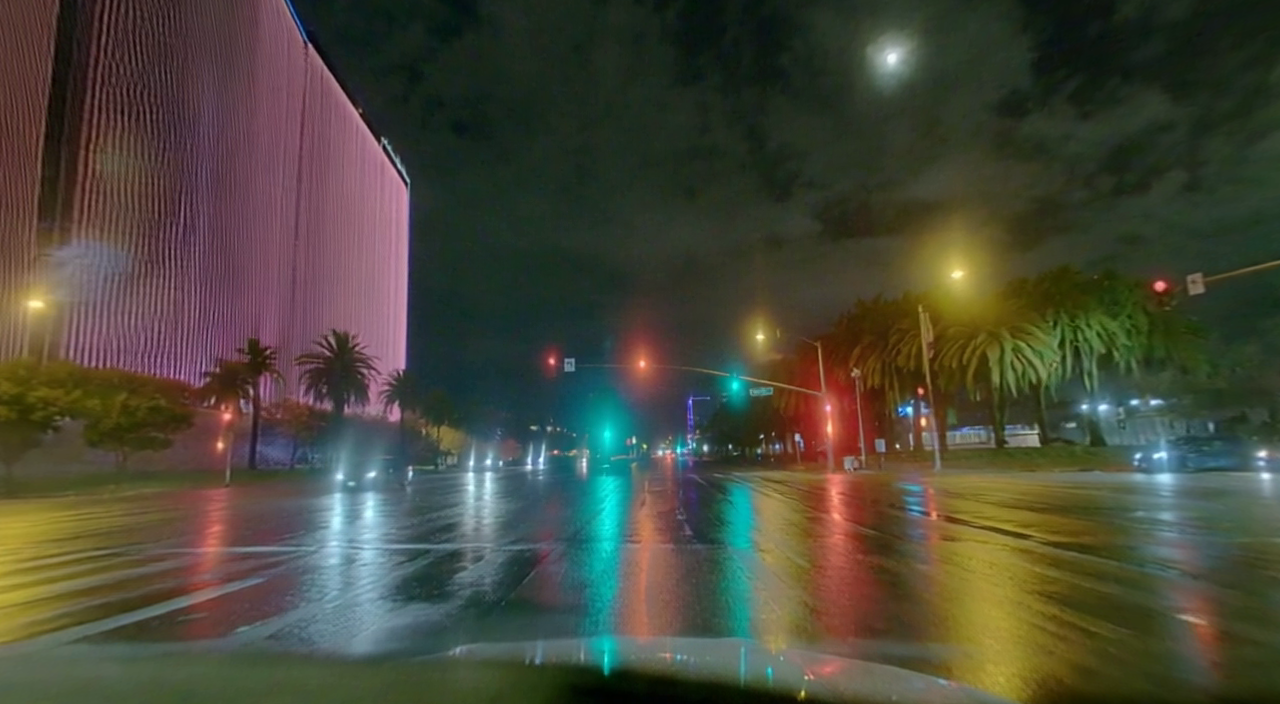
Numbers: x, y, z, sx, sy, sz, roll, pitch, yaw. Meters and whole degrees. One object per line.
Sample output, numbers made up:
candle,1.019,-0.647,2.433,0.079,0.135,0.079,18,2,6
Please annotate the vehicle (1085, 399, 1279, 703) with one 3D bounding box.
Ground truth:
vehicle,3.229,0.653,0.508,2.106,1.472,4.854,0,-9,-2

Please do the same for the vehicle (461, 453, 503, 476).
vehicle,-12.043,8.626,48.521,2.038,1.624,4.292,-1,-9,1

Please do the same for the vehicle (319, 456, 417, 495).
vehicle,-12.103,5.497,28.528,2.145,1.504,4.857,-1,-9,2
